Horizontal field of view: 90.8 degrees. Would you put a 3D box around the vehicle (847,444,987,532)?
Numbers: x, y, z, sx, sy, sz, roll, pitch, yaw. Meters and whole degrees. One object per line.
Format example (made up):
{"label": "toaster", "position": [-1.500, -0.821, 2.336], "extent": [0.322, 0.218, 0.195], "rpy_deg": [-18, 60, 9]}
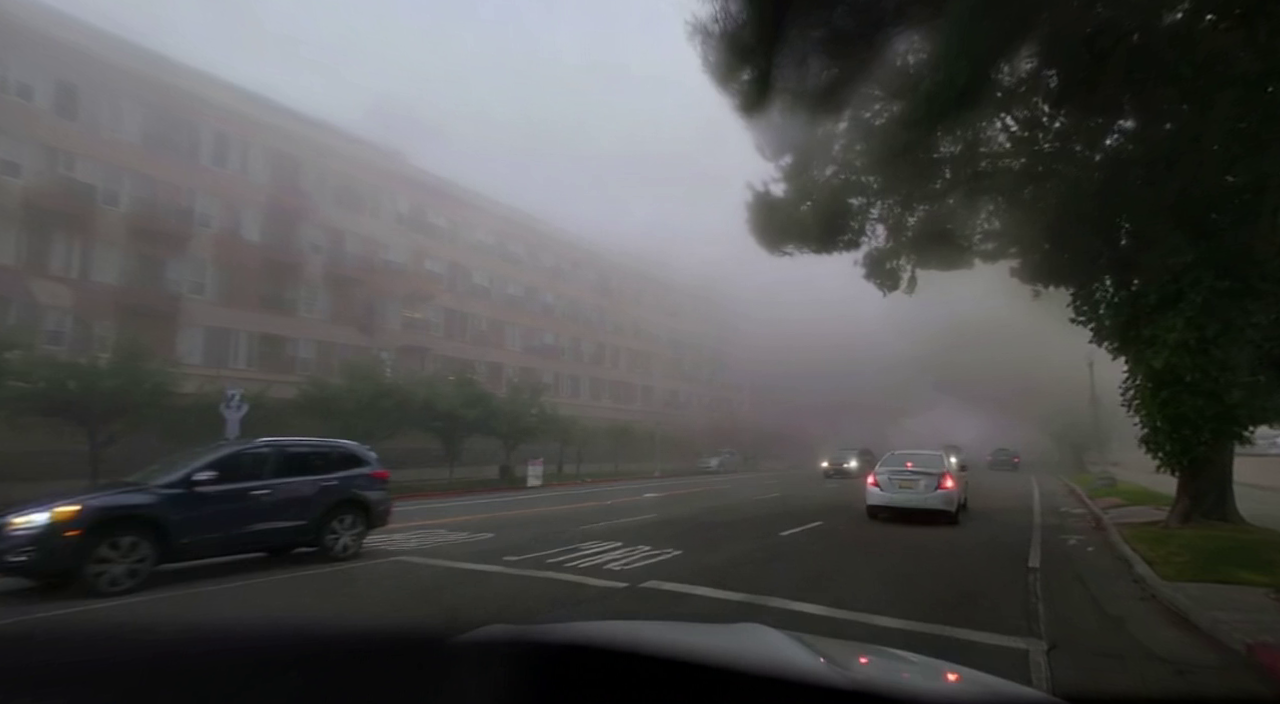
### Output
{"label": "vehicle", "position": [5.923, 2.681, 13.192], "extent": [2.116, 1.479, 4.358], "rpy_deg": [-5, -10, 30]}

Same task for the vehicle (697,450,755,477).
{"label": "vehicle", "position": [5.504, 6.983, 39.828], "extent": [1.982, 1.445, 4.458], "rpy_deg": [-9, -11, 29]}

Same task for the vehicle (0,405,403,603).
{"label": "vehicle", "position": [-5.360, 1.688, 7.492], "extent": [2.033, 1.663, 4.388], "rpy_deg": [-8, -13, 31]}

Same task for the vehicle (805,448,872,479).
{"label": "vehicle", "position": [10.450, 5.782, 33.090], "extent": [2.170, 1.465, 4.648], "rpy_deg": [-5, -10, 32]}
